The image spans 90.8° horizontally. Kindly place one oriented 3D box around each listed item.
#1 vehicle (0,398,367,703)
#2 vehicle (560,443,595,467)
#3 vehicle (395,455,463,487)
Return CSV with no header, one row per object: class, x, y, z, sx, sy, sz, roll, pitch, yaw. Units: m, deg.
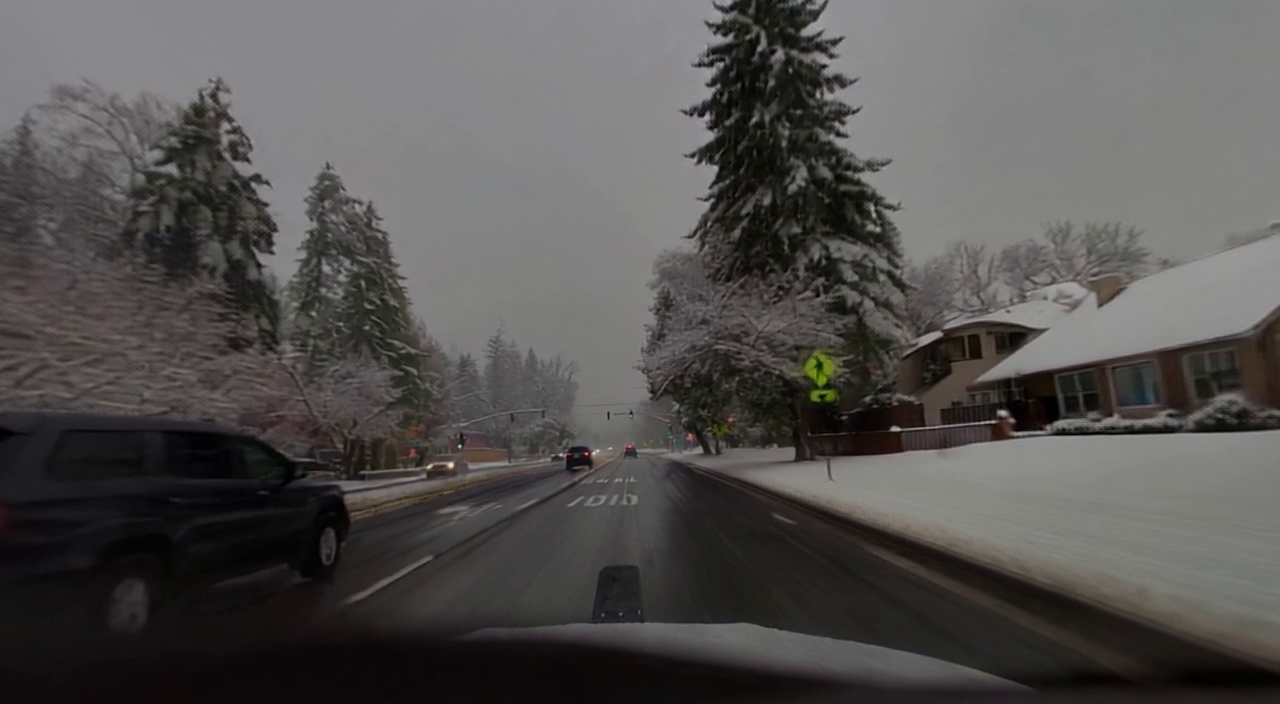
vehicle,-4.540,1.435,5.536,2.169,1.706,4.638,0,-9,1
vehicle,-4.582,7.642,46.983,2.065,1.714,4.272,0,-9,1
vehicle,-11.062,6.265,33.553,2.032,1.493,4.761,-1,-9,-1
